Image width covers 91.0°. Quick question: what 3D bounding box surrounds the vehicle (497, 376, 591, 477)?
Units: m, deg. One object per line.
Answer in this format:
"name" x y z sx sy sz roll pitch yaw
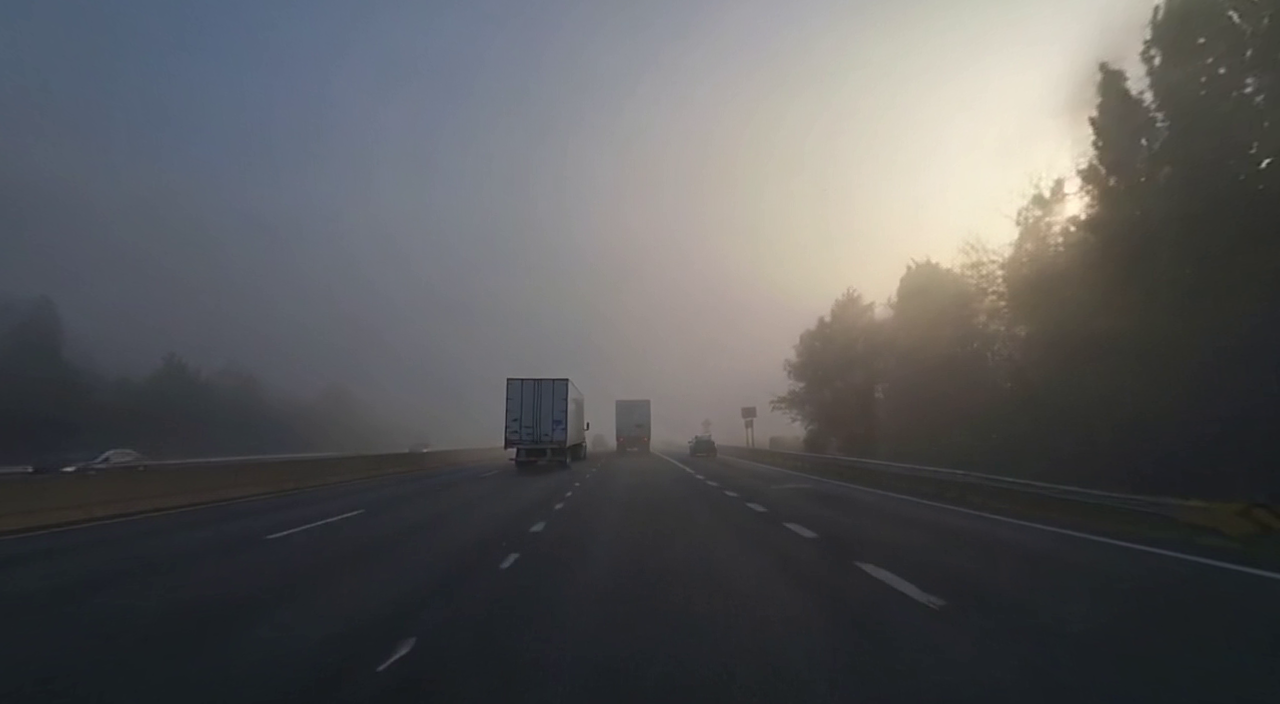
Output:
"vehicle" -3.528 3.021 24.904 2.728 3.405 7.096 0 -8 -1

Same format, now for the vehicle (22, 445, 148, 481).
"vehicle" -25.824 5.156 29.554 1.865 1.513 4.480 0 -8 -1

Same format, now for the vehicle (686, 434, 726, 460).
"vehicle" 3.933 5.672 37.815 1.891 1.477 3.599 0 -8 -2
